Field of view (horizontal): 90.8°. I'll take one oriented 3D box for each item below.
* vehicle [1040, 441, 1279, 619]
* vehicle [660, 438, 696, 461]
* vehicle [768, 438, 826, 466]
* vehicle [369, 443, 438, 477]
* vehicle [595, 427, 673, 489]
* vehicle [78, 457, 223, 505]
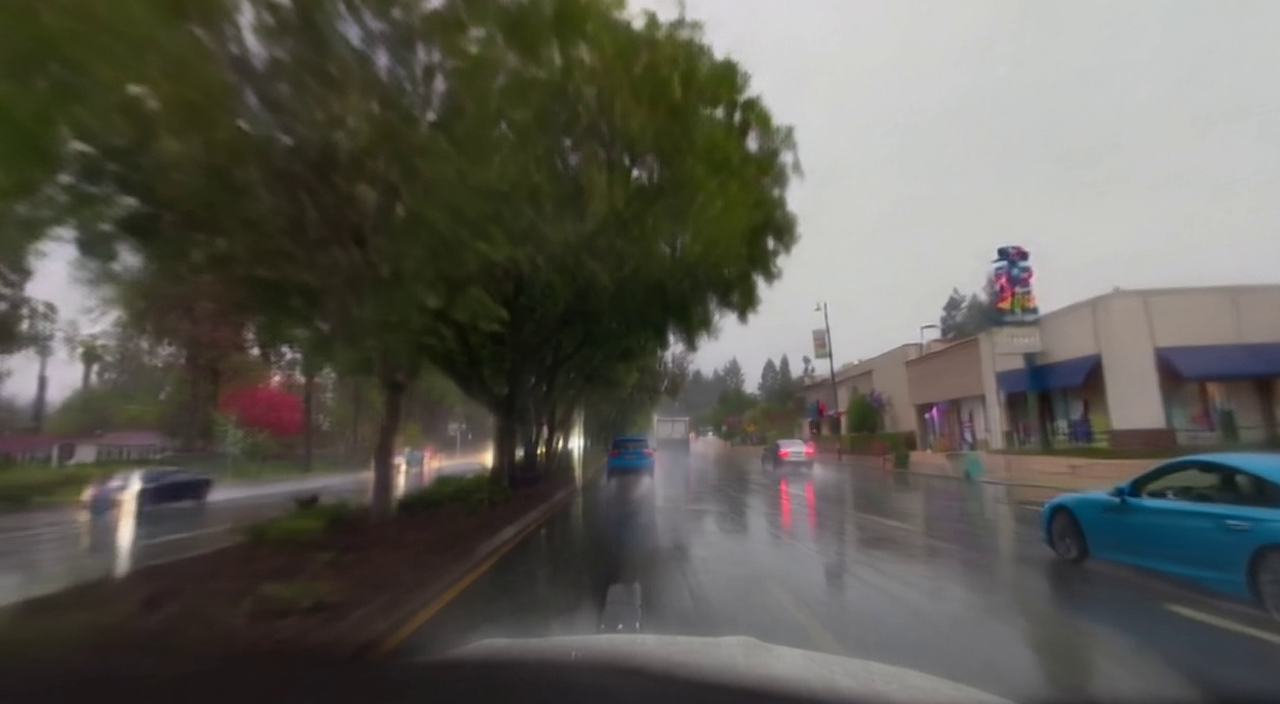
[{"bbox_3d":[5.815,1.370,5.105,2.258,1.294,4.312,0,-9,-1],"label":"vehicle"},{"bbox_3d":[2.607,6.823,44.190,2.078,1.471,4.142,0,-9,-2],"label":"vehicle"},{"bbox_3d":[8.937,5.732,36.290,2.045,1.484,4.342,0,-9,-2],"label":"vehicle"},{"bbox_3d":[-13.805,6.316,37.186,2.080,1.821,4.833,-1,-9,1],"label":"vehicle"},{"bbox_3d":[-0.206,3.368,20.326,2.266,1.762,4.131,0,-9,-1],"label":"vehicle"},{"bbox_3d":[-19.474,5.115,25.480,1.982,1.633,4.620,-1,-9,2],"label":"vehicle"}]
